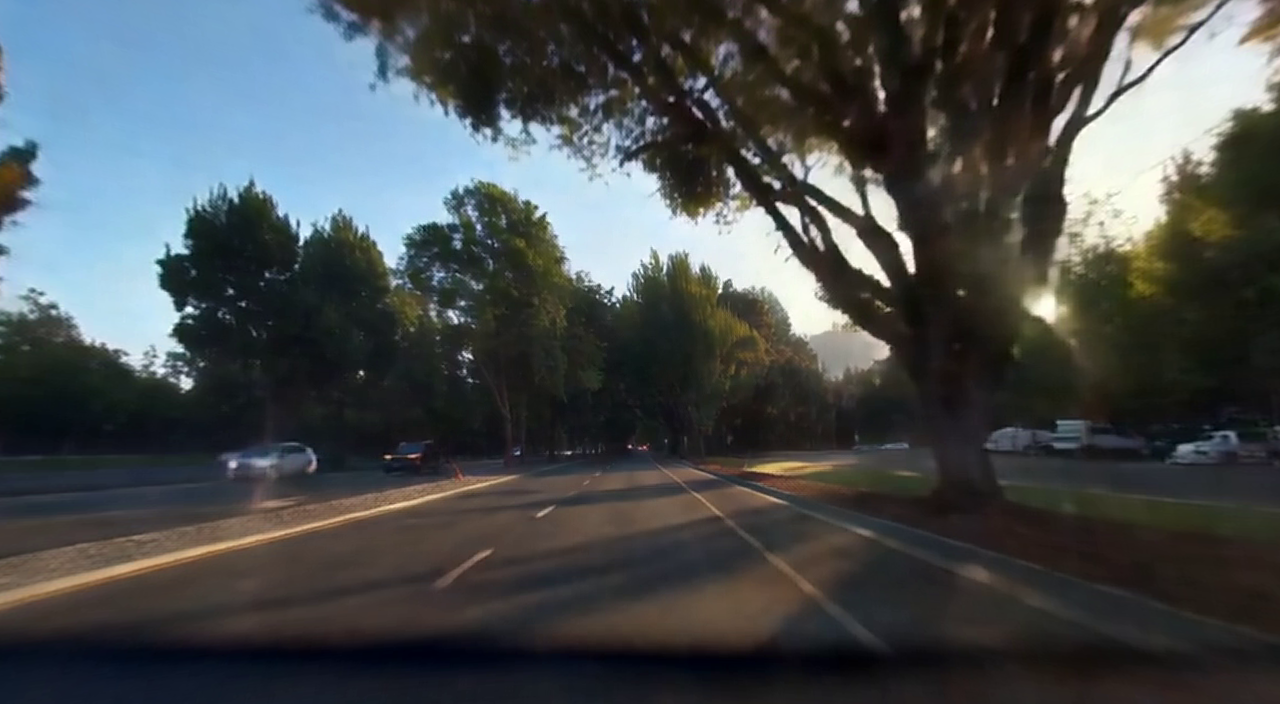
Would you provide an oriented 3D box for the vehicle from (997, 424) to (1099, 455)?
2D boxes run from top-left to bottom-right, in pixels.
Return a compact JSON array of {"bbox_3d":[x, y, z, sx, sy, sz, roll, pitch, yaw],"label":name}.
[{"bbox_3d":[25.303,5.477,39.155,4.814,1.804,1.980,-1,-9,1],"label":"vehicle"}]

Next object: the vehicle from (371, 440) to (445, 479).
[{"bbox_3d":[-11.944,5.558,32.797,2.146,1.847,4.437,0,-9,0],"label":"vehicle"}]

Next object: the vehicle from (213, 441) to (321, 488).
[{"bbox_3d":[-15.367,4.630,26.210,1.938,1.775,4.137,0,-9,0],"label":"vehicle"}]
